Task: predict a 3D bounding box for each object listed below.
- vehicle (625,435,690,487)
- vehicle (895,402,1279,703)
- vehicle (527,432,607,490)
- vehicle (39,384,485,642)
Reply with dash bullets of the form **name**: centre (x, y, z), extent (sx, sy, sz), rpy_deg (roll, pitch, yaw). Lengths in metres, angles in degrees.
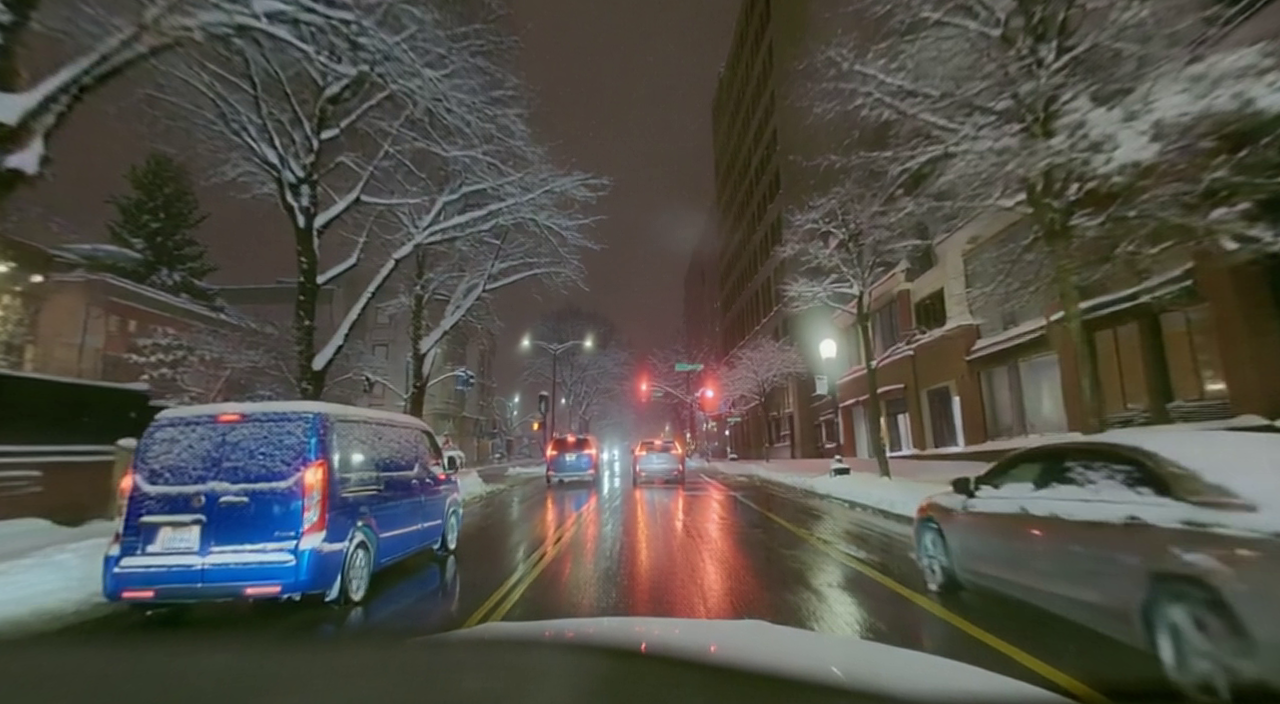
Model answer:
- **vehicle**: centre (0.652, 3.997, 23.370), extent (2.205, 1.727, 3.917), rpy_deg (0, -8, 2)
- **vehicle**: centre (3.571, 1.181, 4.075), extent (2.067, 1.479, 4.409), rpy_deg (0, -8, 1)
- **vehicle**: centre (-2.387, 3.731, 21.888), extent (2.124, 1.799, 4.587), rpy_deg (0, -8, 2)
- **vehicle**: centre (-3.024, 1.365, 6.221), extent (1.940, 1.722, 3.823), rpy_deg (0, -8, 1)
